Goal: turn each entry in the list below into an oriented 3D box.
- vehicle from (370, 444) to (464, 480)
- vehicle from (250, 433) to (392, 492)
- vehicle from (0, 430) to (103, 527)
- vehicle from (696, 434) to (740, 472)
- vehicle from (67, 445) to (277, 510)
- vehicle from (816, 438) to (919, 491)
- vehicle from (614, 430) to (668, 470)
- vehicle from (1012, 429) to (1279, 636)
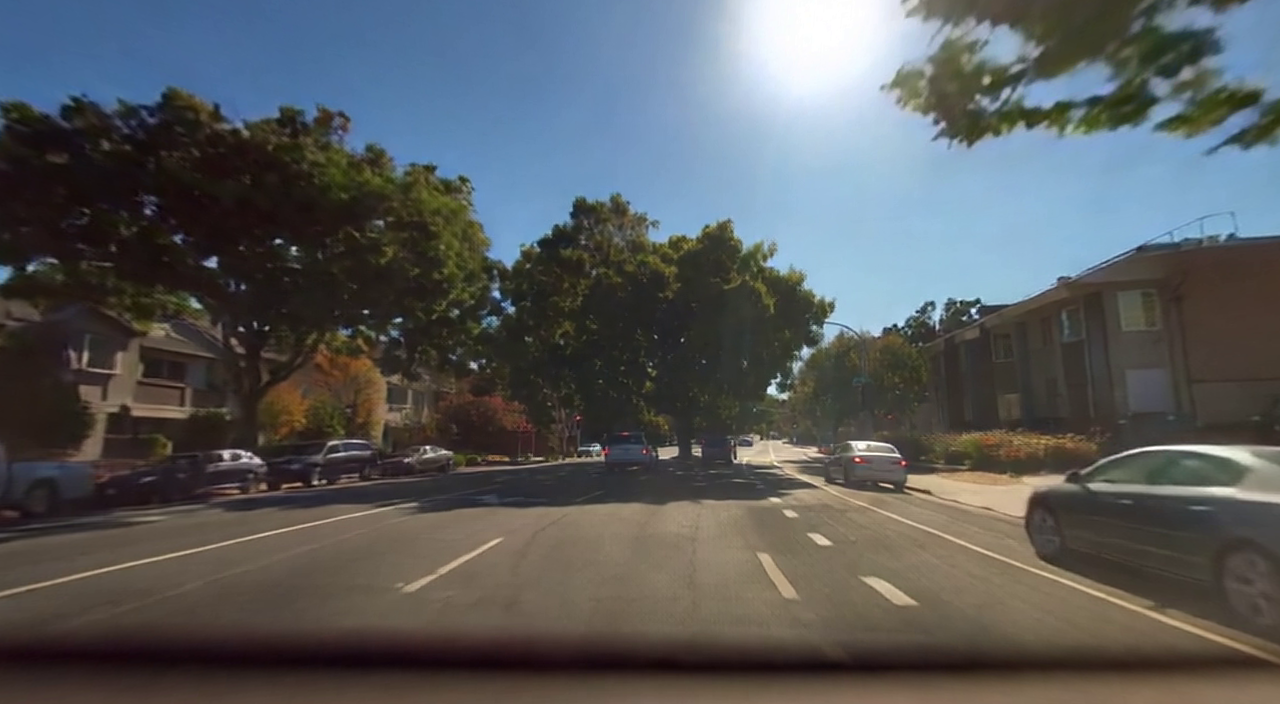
[{"bbox_3d":[-9.967,4.949,28.686,1.782,1.472,4.744,-2,-9,11],"label":"vehicle"},{"bbox_3d":[-11.196,3.891,22.702,2.115,1.853,4.745,-1,-8,8],"label":"vehicle"},{"bbox_3d":[-12.683,2.247,11.115,1.977,1.761,4.990,0,-8,1],"label":"vehicle"},{"bbox_3d":[3.878,4.872,30.739,1.852,1.680,4.488,-2,-9,10],"label":"vehicle"},{"bbox_3d":[-12.142,3.243,16.875,1.809,1.469,4.485,-1,-8,7],"label":"vehicle"},{"bbox_3d":[7.234,3.595,20.686,2.104,1.489,4.962,-1,-8,7],"label":"vehicle"},{"bbox_3d":[0.148,4.830,31.289,1.877,1.827,4.298,-2,-9,11],"label":"vehicle"},{"bbox_3d":[5.594,1.447,5.575,1.957,1.461,4.547,0,-8,2],"label":"vehicle"}]
